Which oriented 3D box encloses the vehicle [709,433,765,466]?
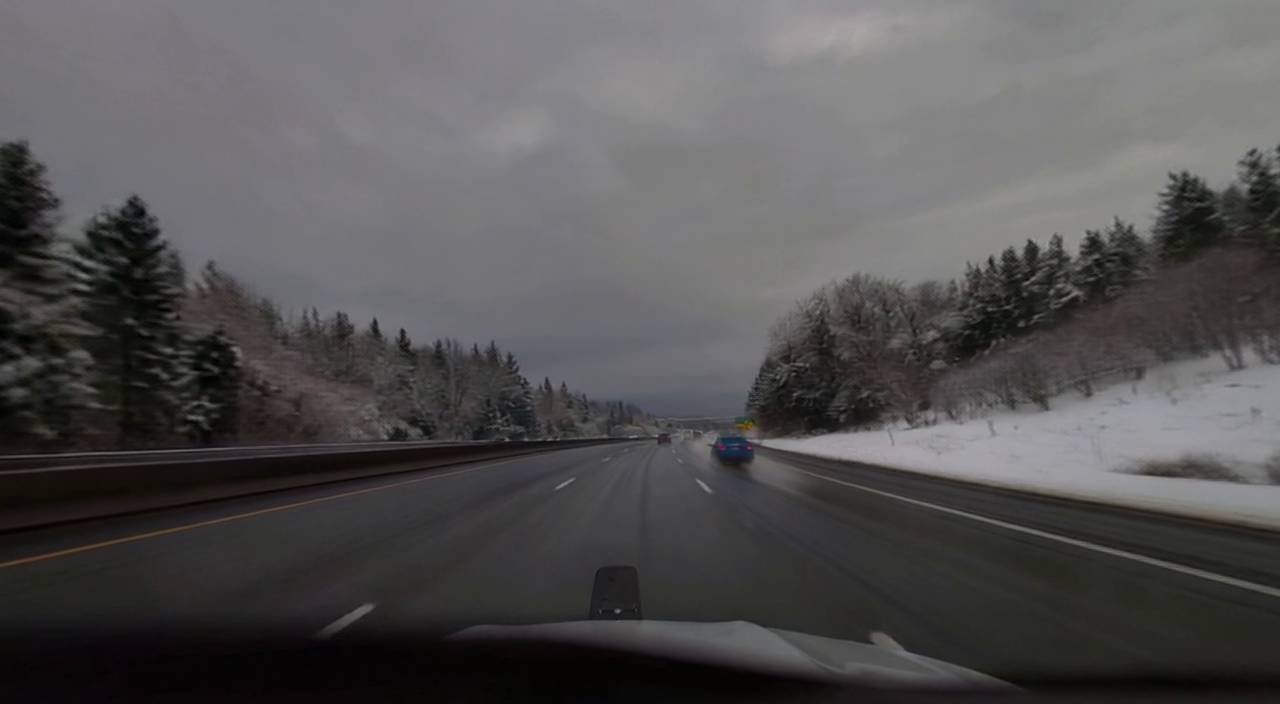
[{"bbox_3d":[4.494,4.584,29.778,1.982,1.452,4.294,0,-8,0],"label":"vehicle"}]
